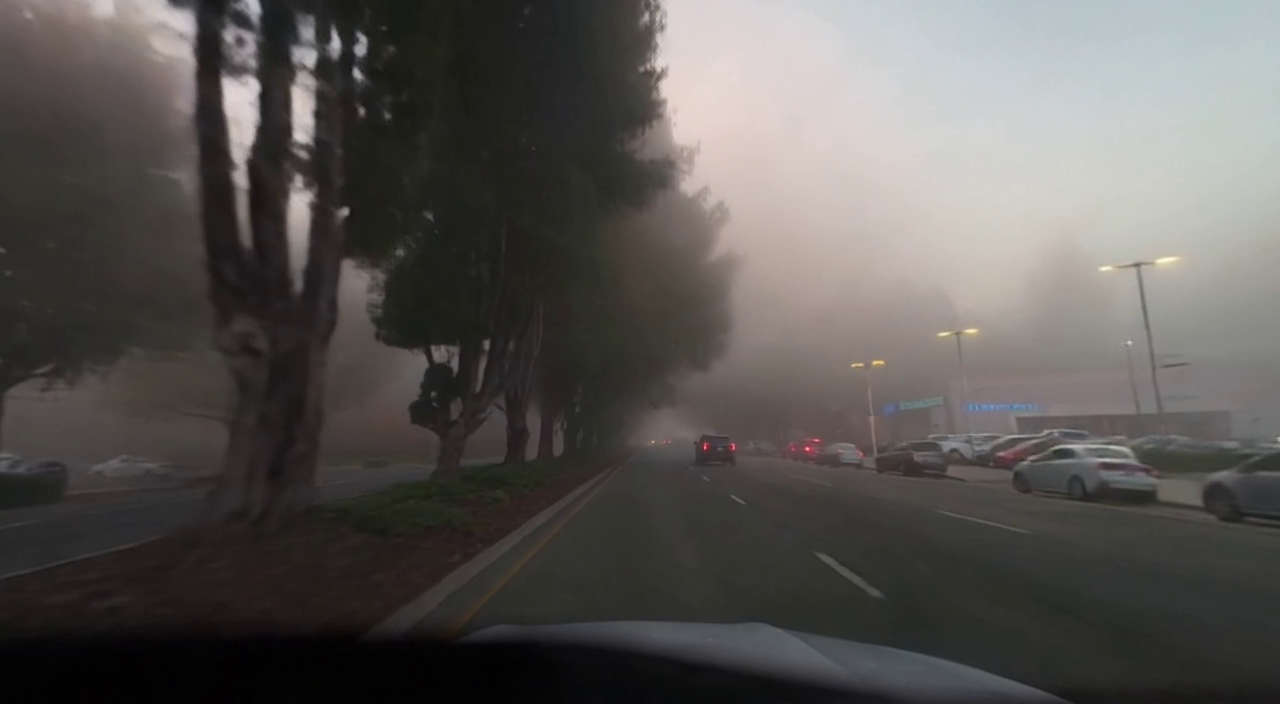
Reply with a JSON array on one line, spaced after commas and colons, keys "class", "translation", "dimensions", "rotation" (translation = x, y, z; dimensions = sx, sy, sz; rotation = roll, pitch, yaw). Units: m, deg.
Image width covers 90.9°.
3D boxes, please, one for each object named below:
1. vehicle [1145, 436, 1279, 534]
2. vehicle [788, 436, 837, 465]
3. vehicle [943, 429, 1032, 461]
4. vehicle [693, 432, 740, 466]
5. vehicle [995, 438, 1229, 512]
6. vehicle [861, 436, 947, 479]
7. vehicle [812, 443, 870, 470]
[{"class": "vehicle", "translation": [10.651, 2.061, 9.811], "dimensions": [1.842, 1.474, 4.456], "rotation": [0, -8, 0]}, {"class": "vehicle", "translation": [11.246, 6.470, 41.518], "dimensions": [1.959, 1.751, 4.961], "rotation": [0, -8, 2]}, {"class": "vehicle", "translation": [20.313, 5.473, 37.101], "dimensions": [2.116, 1.731, 4.835], "rotation": [1, -8, -6]}, {"class": "vehicle", "translation": [4.401, 5.657, 37.007], "dimensions": [2.183, 1.845, 4.482], "rotation": [0, -8, 0]}, {"class": "vehicle", "translation": [10.838, 2.819, 15.080], "dimensions": [1.894, 1.469, 4.730], "rotation": [0, -8, -1]}, {"class": "vehicle", "translation": [10.958, 4.393, 26.527], "dimensions": [1.958, 1.654, 4.258], "rotation": [0, -8, 3]}, {"class": "vehicle", "translation": [11.116, 5.776, 35.073], "dimensions": [1.824, 1.364, 4.238], "rotation": [0, -8, 0]}]
